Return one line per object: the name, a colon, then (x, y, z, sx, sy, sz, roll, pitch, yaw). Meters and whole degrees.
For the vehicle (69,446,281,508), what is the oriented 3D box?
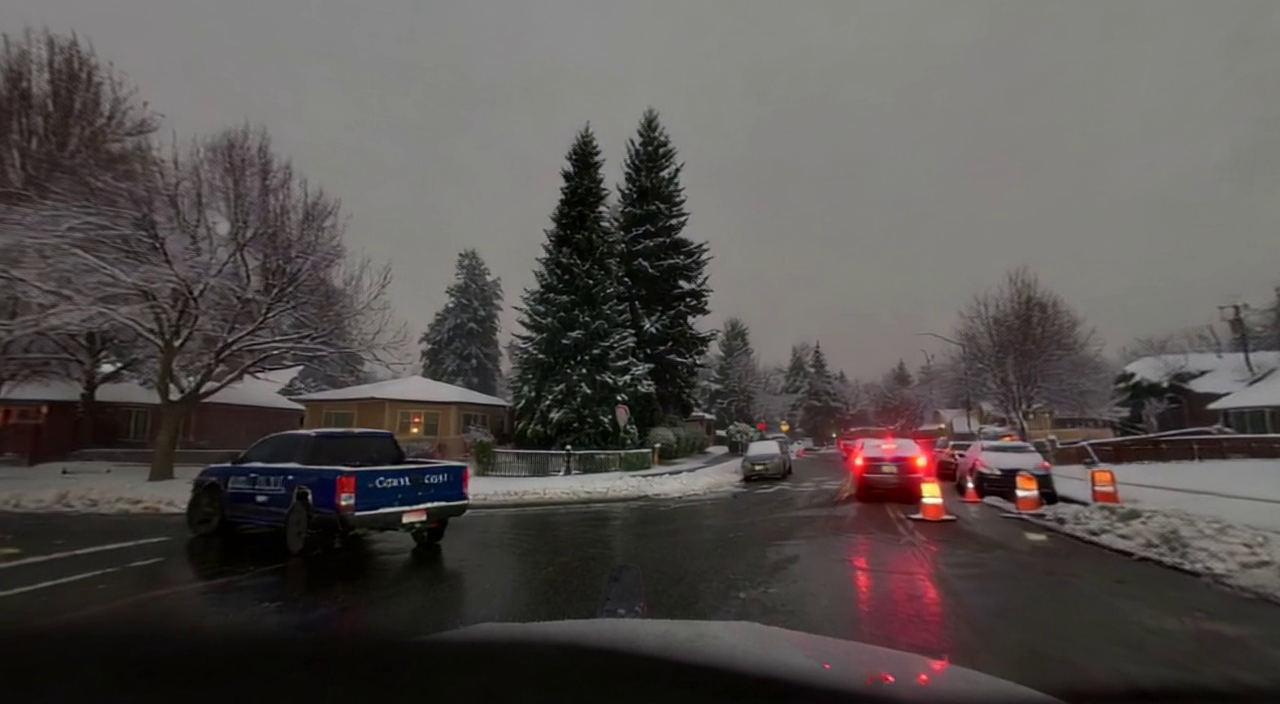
vehicle: (-12.807, 3.377, 17.466, 5.022, 1.497, 1.996, -3, -9, 17)

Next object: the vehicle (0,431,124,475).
vehicle: (-27.169, 4.699, 29.618, 1.908, 1.898, 4.120, -2, -9, 14)

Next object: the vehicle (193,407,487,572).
vehicle: (-4.399, 1.807, 9.070, 4.094, 1.748, 2.350, -8, -11, 42)

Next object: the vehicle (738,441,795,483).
vehicle: (5.875, 4.996, 28.935, 2.014, 1.742, 4.297, -3, -9, 18)

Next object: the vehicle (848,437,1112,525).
vehicle: (7.172, 2.651, 13.551, 4.656, 1.577, 2.099, 1, -8, -13)
